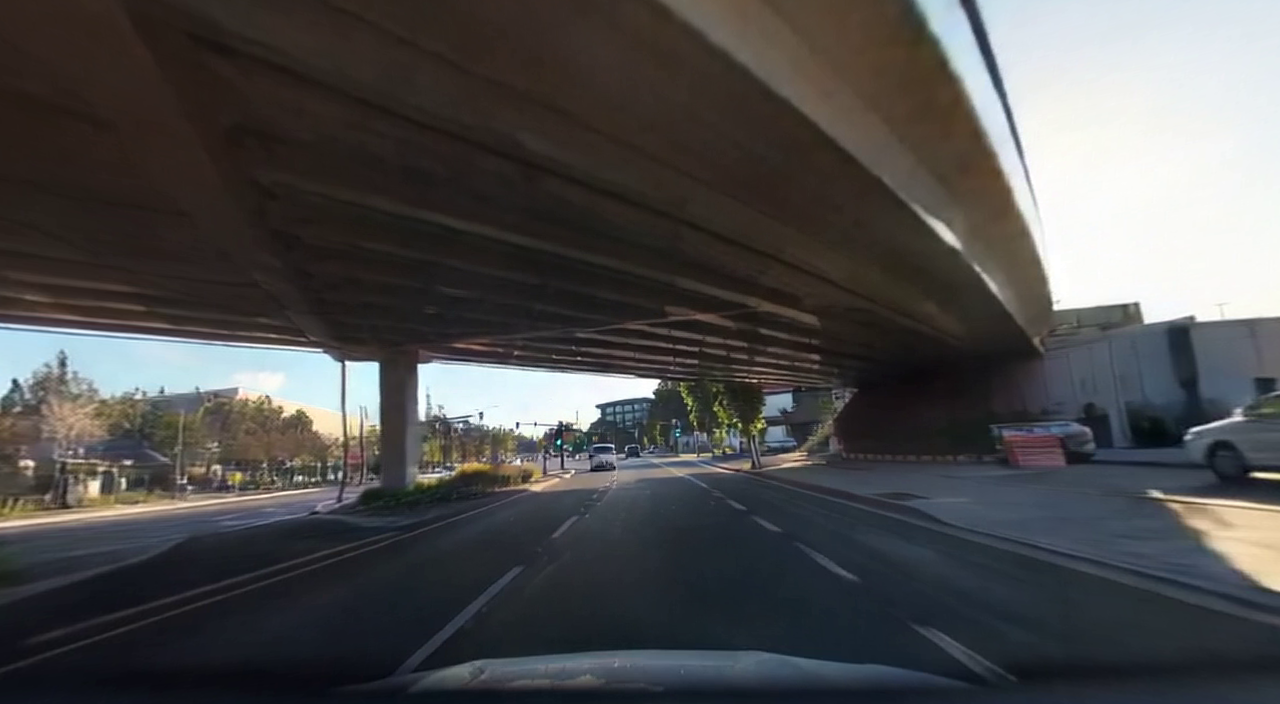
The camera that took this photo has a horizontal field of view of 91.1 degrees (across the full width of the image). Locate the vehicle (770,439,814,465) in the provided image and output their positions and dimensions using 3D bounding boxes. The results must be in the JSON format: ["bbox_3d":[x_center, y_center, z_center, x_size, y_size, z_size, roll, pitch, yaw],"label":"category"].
[{"bbox_3d":[11.599,7.653,48.173,2.051,1.534,4.466,-11,-8,-1],"label":"vehicle"}]
